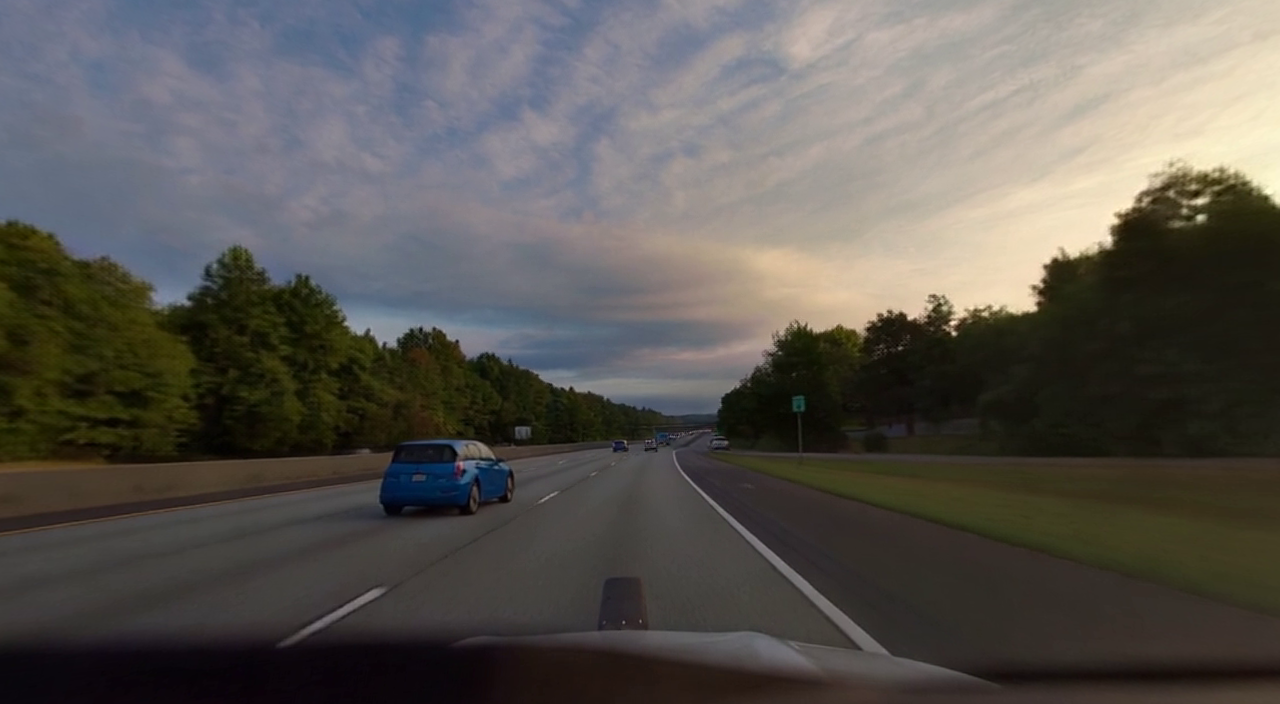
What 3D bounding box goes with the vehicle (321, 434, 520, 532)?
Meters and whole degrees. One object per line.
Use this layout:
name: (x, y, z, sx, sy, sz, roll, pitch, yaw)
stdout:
vehicle: (-3.745, 2.302, 11.762, 1.996, 1.454, 4.495, 0, -8, 2)
